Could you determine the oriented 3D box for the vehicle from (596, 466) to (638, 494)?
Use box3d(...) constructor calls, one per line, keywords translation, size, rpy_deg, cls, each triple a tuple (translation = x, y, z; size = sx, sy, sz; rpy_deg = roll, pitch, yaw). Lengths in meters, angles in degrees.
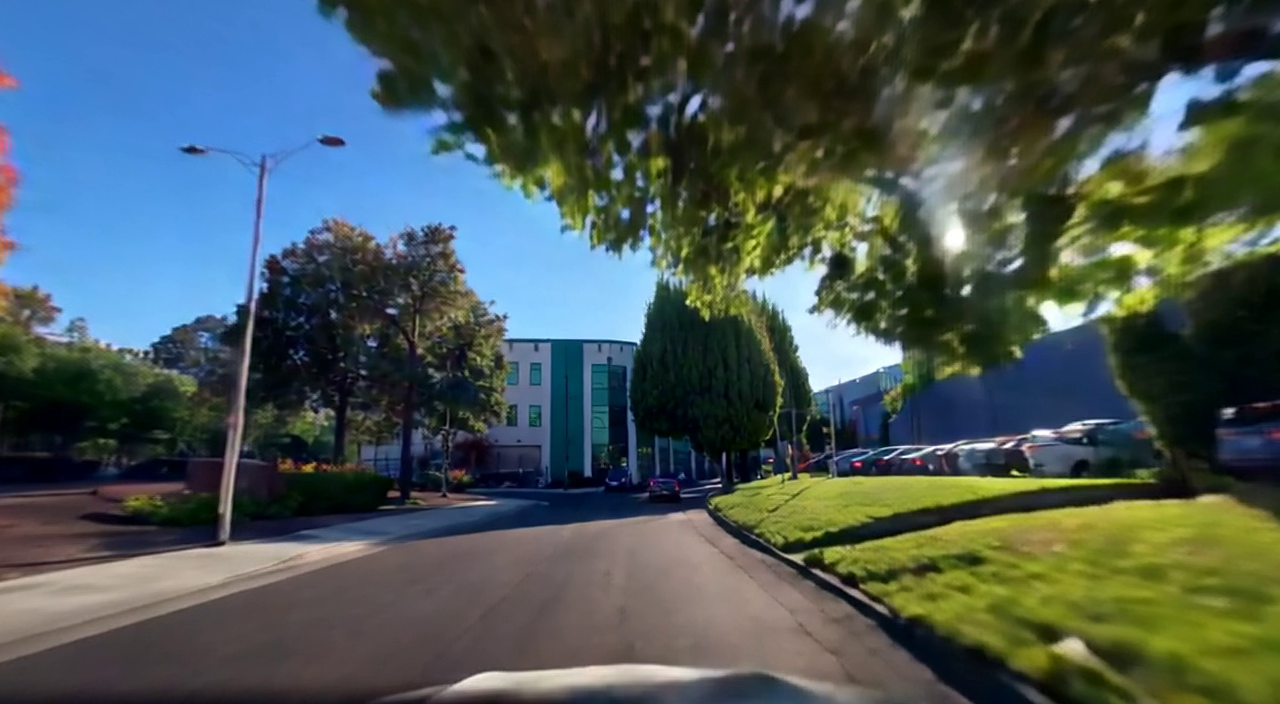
box3d(translation=(-1.543, 9.018, 44.492), size=(2.022, 1.776, 4.625), rpy_deg=(-3, -10, 10), cls="vehicle")
